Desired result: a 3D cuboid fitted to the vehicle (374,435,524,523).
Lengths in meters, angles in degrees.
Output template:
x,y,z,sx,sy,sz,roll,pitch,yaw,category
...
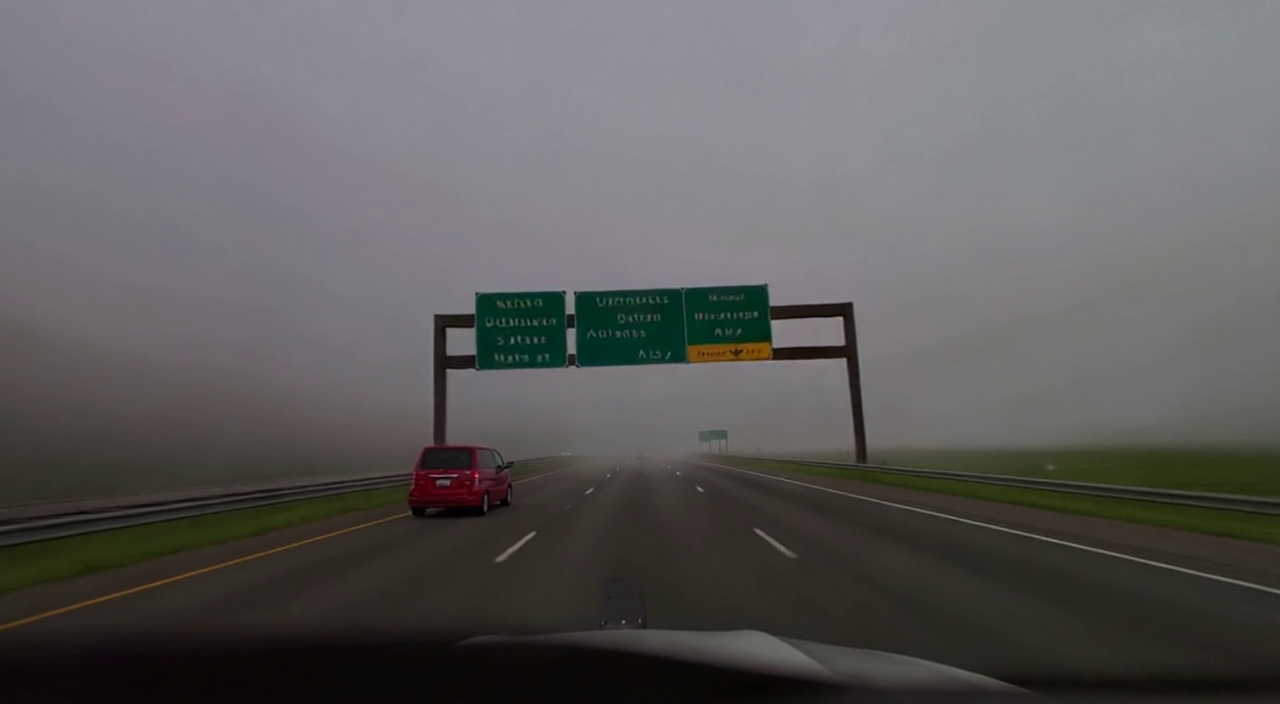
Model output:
x,y,z,sx,sy,sz,roll,pitch,yaw,category
-3.685,2.523,12.988,1.815,1.500,4.036,0,-9,0,vehicle
